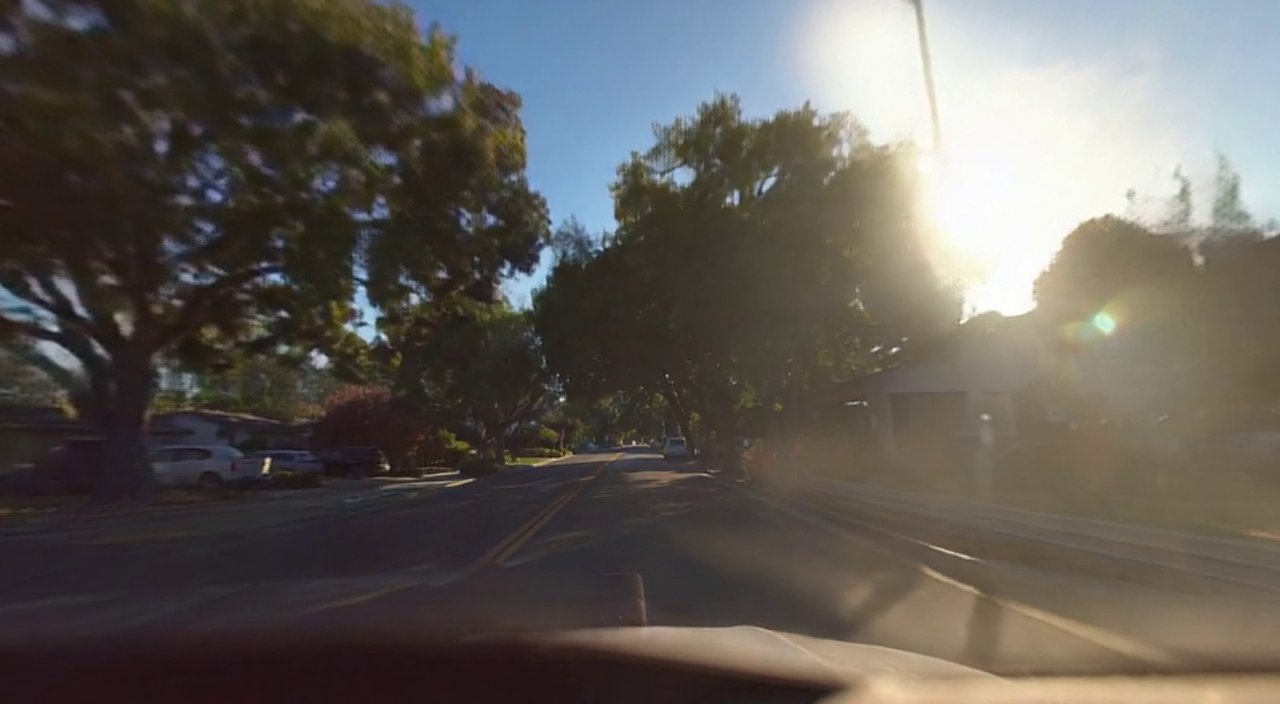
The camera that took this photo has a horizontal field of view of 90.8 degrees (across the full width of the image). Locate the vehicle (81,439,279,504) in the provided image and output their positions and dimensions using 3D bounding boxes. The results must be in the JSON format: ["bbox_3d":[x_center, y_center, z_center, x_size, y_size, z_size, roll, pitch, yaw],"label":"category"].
[{"bbox_3d":[-14.990,3.838,20.897,2.066,1.852,4.782,-6,-10,33],"label":"vehicle"}]

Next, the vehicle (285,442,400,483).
[{"bbox_3d":[-14.332,5.266,30.368,5.275,1.807,2.279,-5,-9,29],"label":"vehicle"}]

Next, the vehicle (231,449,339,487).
[{"bbox_3d":[-15.473,5.017,27.521,4.273,1.459,2.000,-5,-9,27],"label":"vehicle"}]
